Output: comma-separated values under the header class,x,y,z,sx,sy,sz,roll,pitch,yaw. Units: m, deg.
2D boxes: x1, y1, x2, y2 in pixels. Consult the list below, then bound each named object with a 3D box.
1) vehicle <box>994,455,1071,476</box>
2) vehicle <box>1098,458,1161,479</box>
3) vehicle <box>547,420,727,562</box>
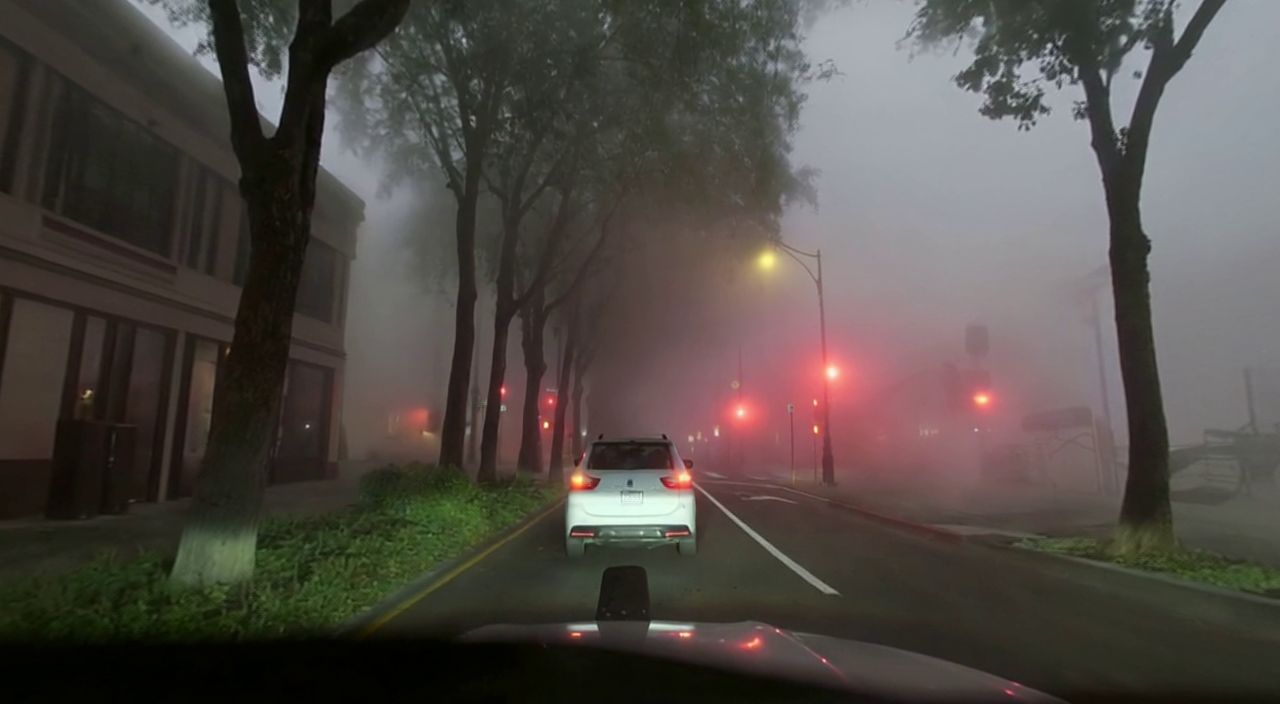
class,x,y,z,sx,sy,sz,roll,pitch,yaw
vehicle,29.816,8.599,47.920,4.668,1.441,1.904,1,-9,-6
vehicle,37.103,8.819,47.799,3.445,1.363,1.608,2,-8,-1
vehicle,-0.080,1.901,9.315,2.079,1.621,3.861,0,-8,-1
